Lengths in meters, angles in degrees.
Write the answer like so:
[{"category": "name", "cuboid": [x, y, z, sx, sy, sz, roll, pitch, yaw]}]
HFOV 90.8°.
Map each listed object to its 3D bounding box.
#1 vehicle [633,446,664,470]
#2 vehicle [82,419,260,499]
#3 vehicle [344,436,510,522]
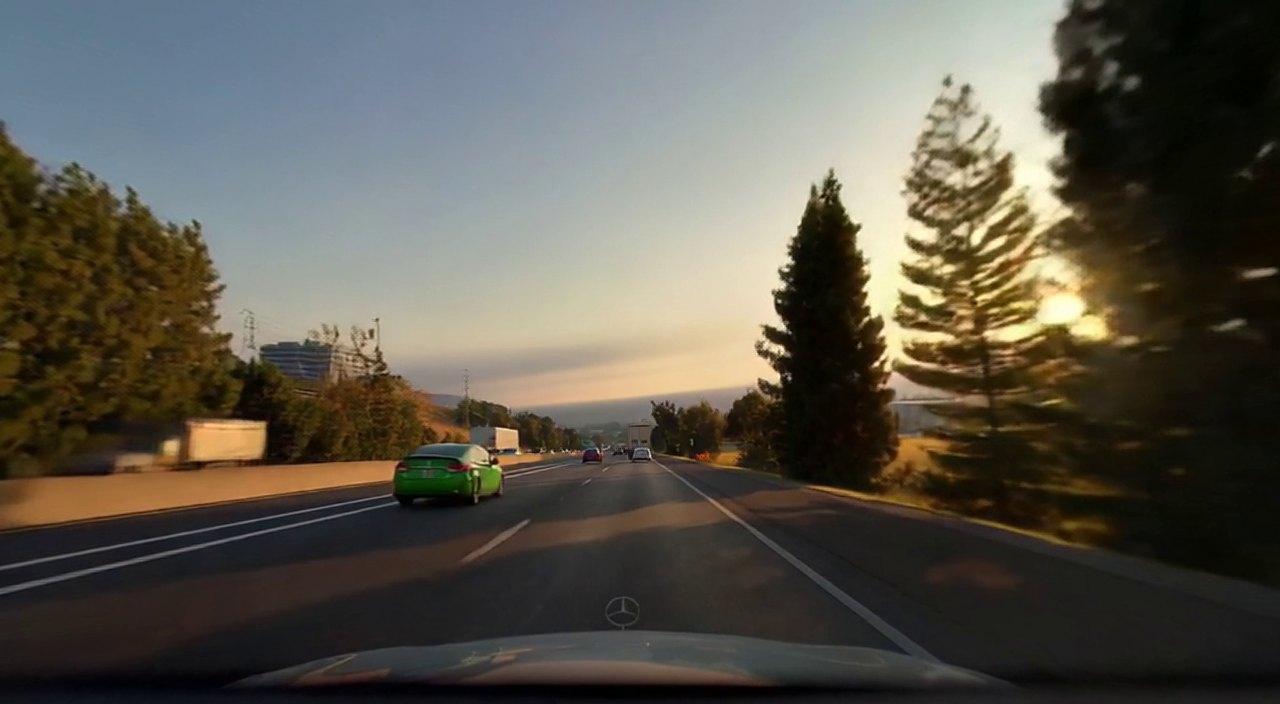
[{"category": "vehicle", "cuboid": [0.545, 7.239, 43.202, 1.992, 1.593, 3.937, 0, -9, -1]}, {"category": "vehicle", "cuboid": [-17.189, 3.951, 23.648, 2.427, 2.619, 5.407, 0, -9, 0]}, {"category": "vehicle", "cuboid": [-4.285, 2.628, 13.501, 2.172, 1.548, 3.953, 0, -9, 0]}]
